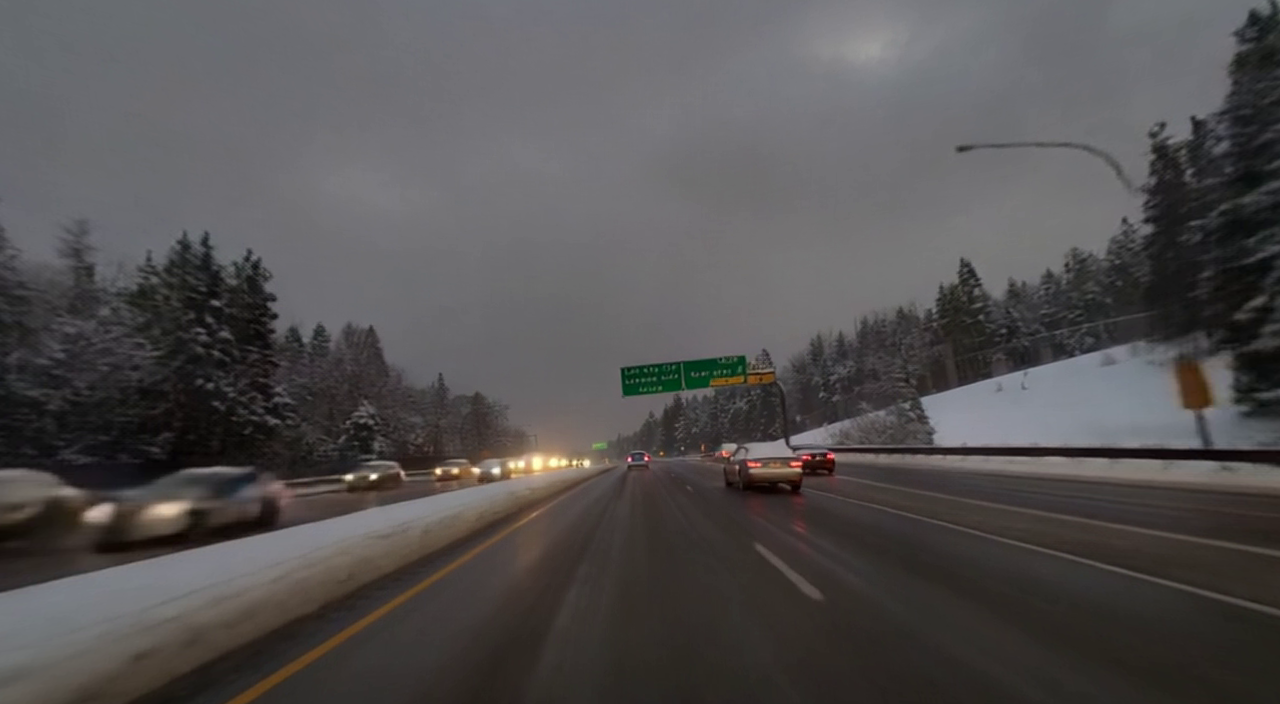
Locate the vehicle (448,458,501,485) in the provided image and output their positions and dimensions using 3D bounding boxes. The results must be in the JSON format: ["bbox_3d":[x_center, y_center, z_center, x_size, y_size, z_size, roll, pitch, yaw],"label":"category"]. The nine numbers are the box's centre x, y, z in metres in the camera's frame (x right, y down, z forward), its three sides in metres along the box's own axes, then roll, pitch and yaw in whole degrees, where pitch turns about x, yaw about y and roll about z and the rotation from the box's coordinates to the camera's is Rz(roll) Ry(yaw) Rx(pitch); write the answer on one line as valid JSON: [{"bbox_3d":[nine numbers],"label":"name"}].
[{"bbox_3d":[-9.921,7.150,38.187,1.940,1.435,4.312,0,-8,1],"label":"vehicle"}]

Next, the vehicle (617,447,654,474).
[{"bbox_3d":[-0.284,6.463,37.896,2.090,1.510,4.280,0,-8,0],"label":"vehicle"}]

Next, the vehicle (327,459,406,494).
[{"bbox_3d":[-13.677,6.230,31.899,1.939,1.504,4.481,0,-8,0],"label":"vehicle"}]

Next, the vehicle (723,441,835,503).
[{"bbox_3d":[3.655,3.227,17.477,1.972,1.488,4.335,0,-8,-2],"label":"vehicle"}]

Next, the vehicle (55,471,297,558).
[{"bbox_3d":[-9.974,3.481,14.155,2.069,1.447,4.361,0,-8,0],"label":"vehicle"}]
